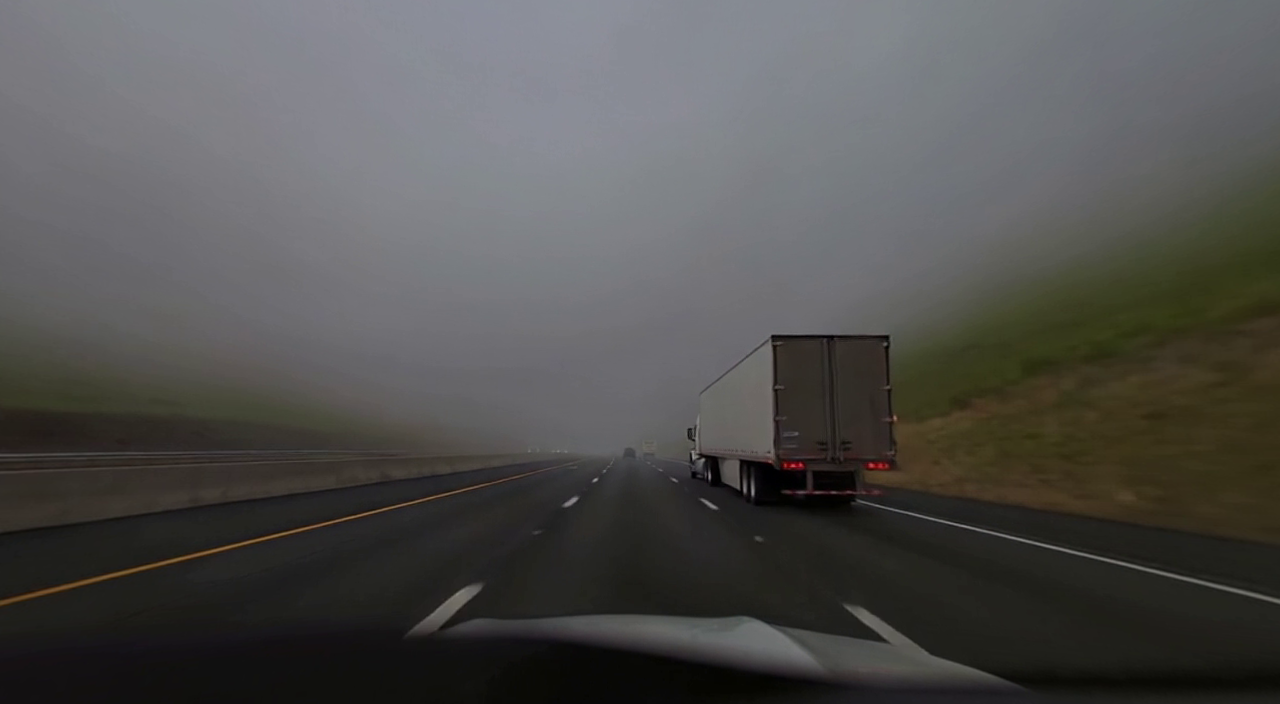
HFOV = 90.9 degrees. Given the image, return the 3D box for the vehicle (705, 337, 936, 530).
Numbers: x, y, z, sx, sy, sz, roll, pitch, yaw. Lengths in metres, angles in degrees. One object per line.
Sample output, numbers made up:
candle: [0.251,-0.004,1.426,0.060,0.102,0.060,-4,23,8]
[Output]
vehicle: [3.938,2.393,17.634,2.876,3.586,11.726,0,-9,-1]
